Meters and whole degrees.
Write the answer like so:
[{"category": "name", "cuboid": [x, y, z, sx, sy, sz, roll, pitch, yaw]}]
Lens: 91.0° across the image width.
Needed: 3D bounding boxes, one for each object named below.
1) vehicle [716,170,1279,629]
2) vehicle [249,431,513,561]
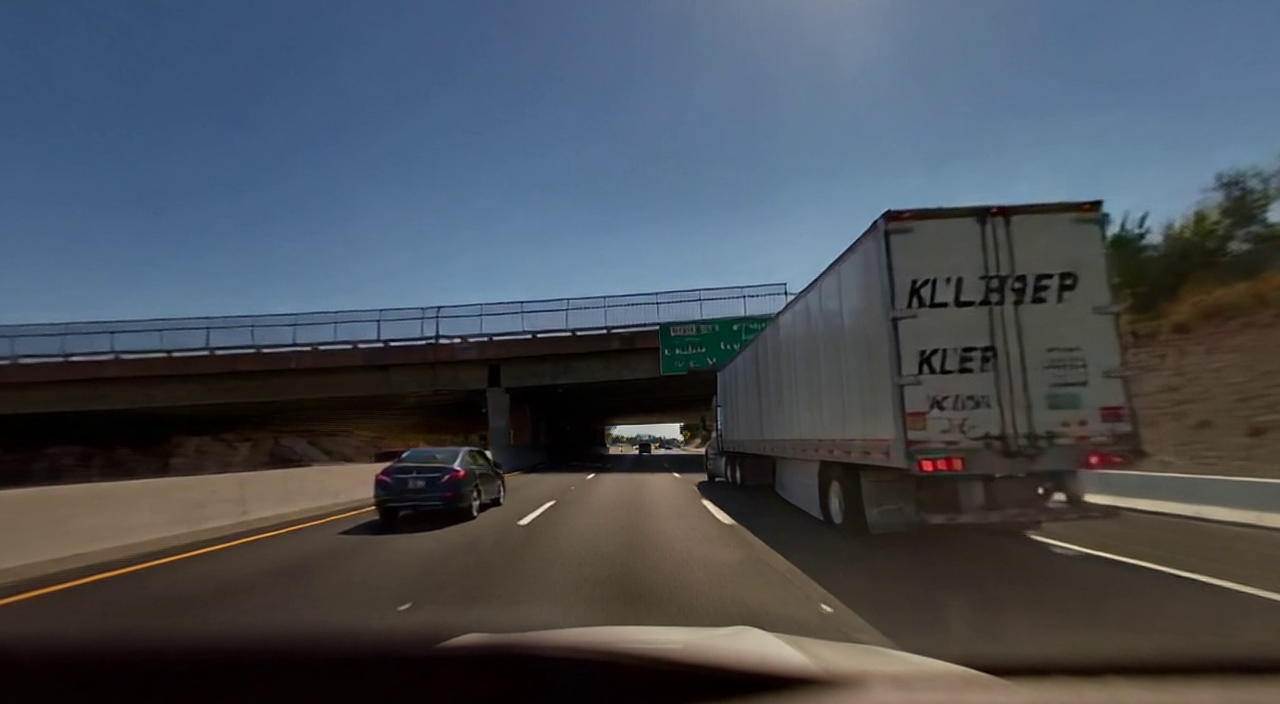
[{"category": "vehicle", "cuboid": [3.793, 1.088, 10.677, 3.306, 3.531, 11.717, 0, -8, -1]}, {"category": "vehicle", "cuboid": [-3.612, 2.076, 9.964, 2.276, 1.551, 4.484, 0, -8, 0]}]
